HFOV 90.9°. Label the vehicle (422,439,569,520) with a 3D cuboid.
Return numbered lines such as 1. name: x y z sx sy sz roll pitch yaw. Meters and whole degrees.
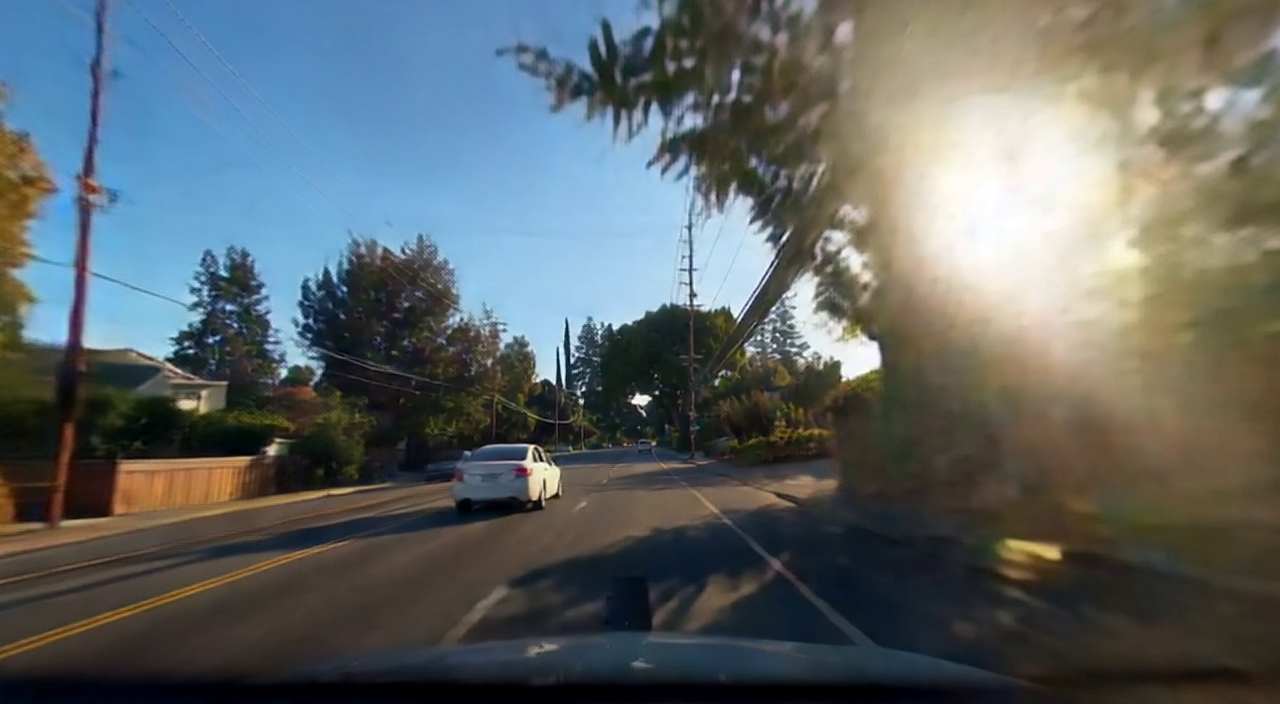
1. vehicle: -3.031 2.785 14.506 2.085 1.512 5.023 0 -8 1
